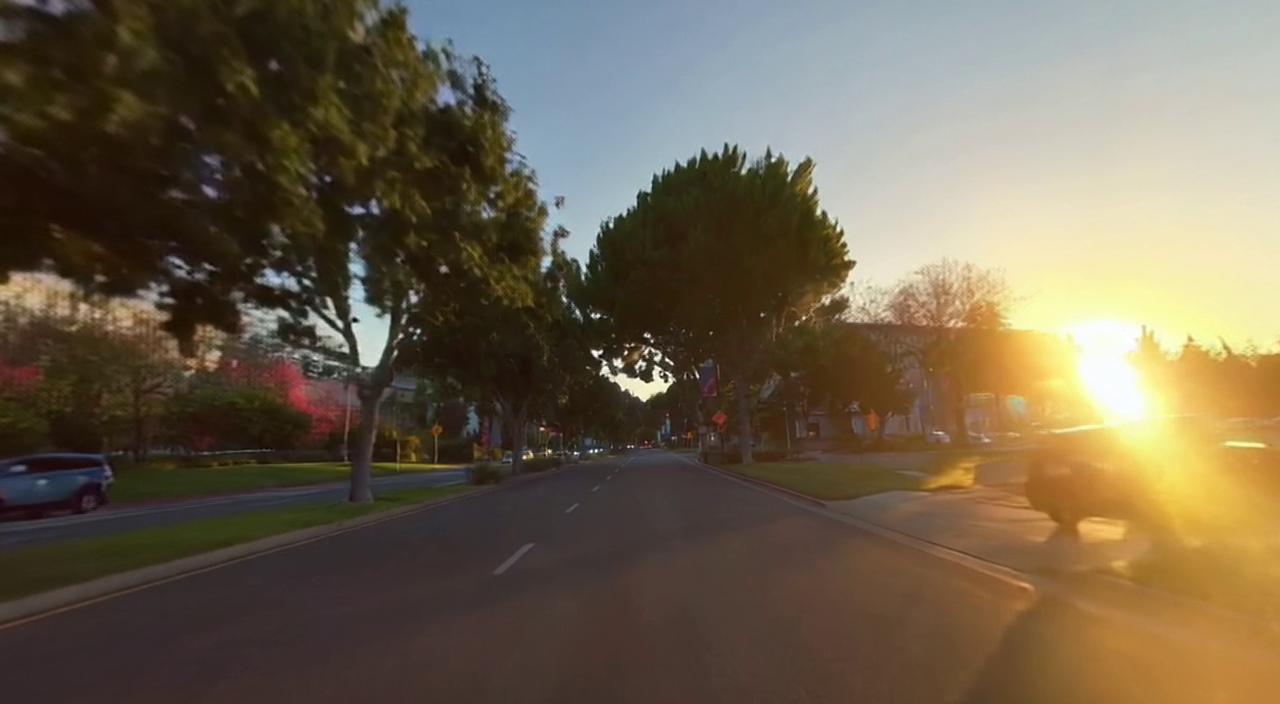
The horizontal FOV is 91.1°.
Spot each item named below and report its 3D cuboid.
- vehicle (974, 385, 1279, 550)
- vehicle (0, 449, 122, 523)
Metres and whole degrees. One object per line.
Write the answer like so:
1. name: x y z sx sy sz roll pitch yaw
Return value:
1. vehicle: 8.500 1.732 10.109 4.716 1.672 2.330 -10 -8 -2
2. vehicle: -17.293 3.672 17.117 2.301 1.821 4.731 -4 -8 1
